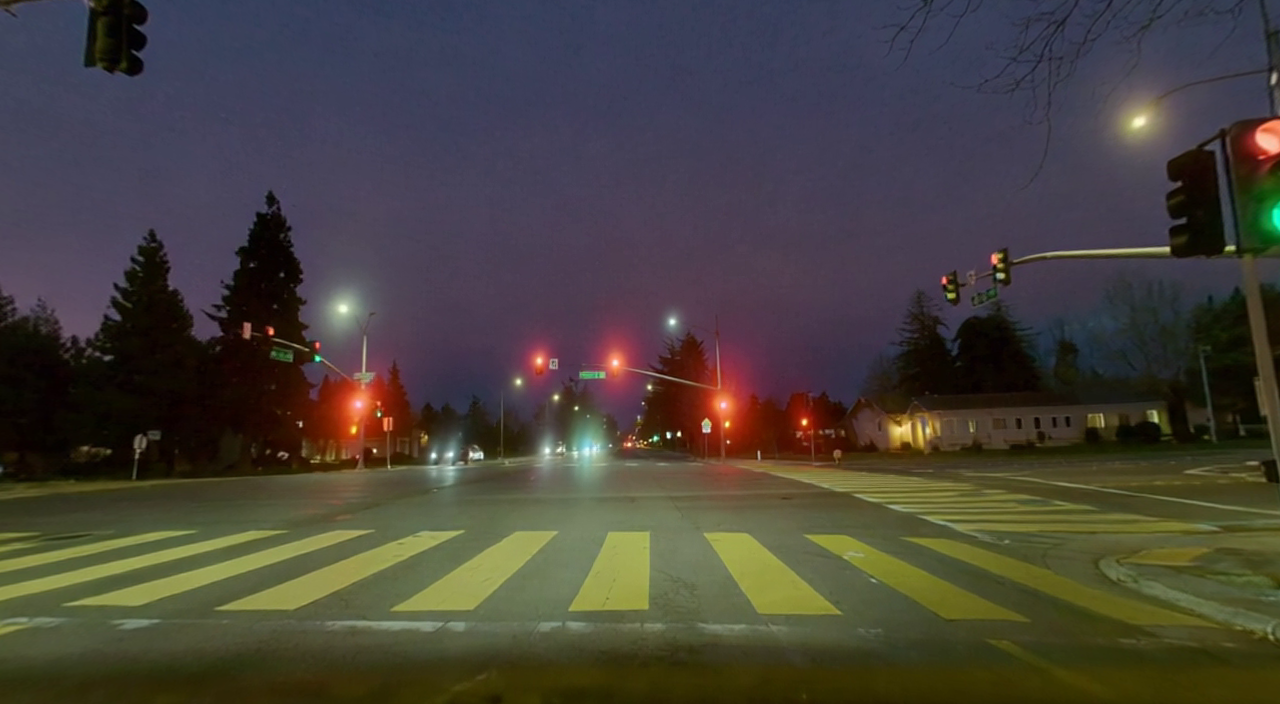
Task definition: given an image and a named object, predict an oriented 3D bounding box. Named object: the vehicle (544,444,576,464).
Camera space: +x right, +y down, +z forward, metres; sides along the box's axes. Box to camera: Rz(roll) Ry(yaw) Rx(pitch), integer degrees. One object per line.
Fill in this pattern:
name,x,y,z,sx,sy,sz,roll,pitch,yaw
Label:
vehicle,-6.116,7.833,48.644,1.936,1.444,4.168,0,-8,0
